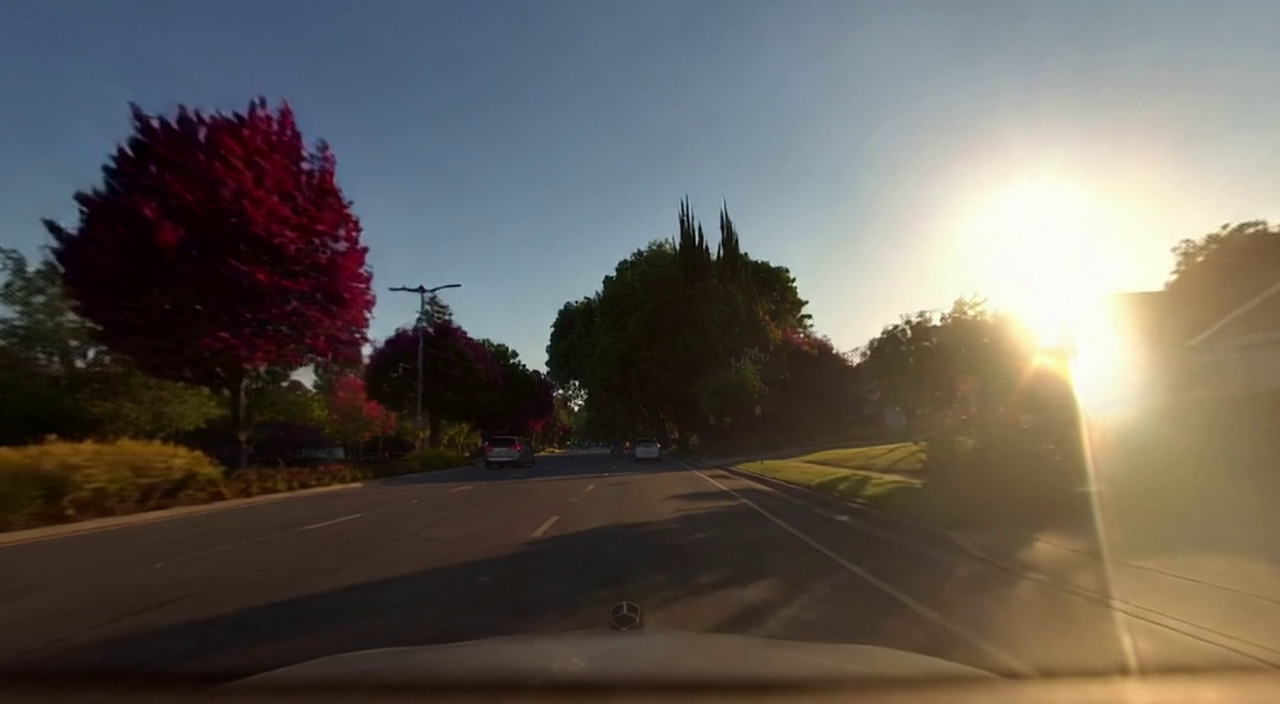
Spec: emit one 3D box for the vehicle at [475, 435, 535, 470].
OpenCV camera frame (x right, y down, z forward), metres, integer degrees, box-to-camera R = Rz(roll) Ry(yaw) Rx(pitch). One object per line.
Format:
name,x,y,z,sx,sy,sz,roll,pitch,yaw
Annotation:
vehicle,-6.757,5.112,32.226,1.993,1.657,4.487,0,-8,1

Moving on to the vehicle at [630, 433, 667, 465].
vehicle,0.508,5.726,37.393,2.070,1.764,4.552,0,-8,1
